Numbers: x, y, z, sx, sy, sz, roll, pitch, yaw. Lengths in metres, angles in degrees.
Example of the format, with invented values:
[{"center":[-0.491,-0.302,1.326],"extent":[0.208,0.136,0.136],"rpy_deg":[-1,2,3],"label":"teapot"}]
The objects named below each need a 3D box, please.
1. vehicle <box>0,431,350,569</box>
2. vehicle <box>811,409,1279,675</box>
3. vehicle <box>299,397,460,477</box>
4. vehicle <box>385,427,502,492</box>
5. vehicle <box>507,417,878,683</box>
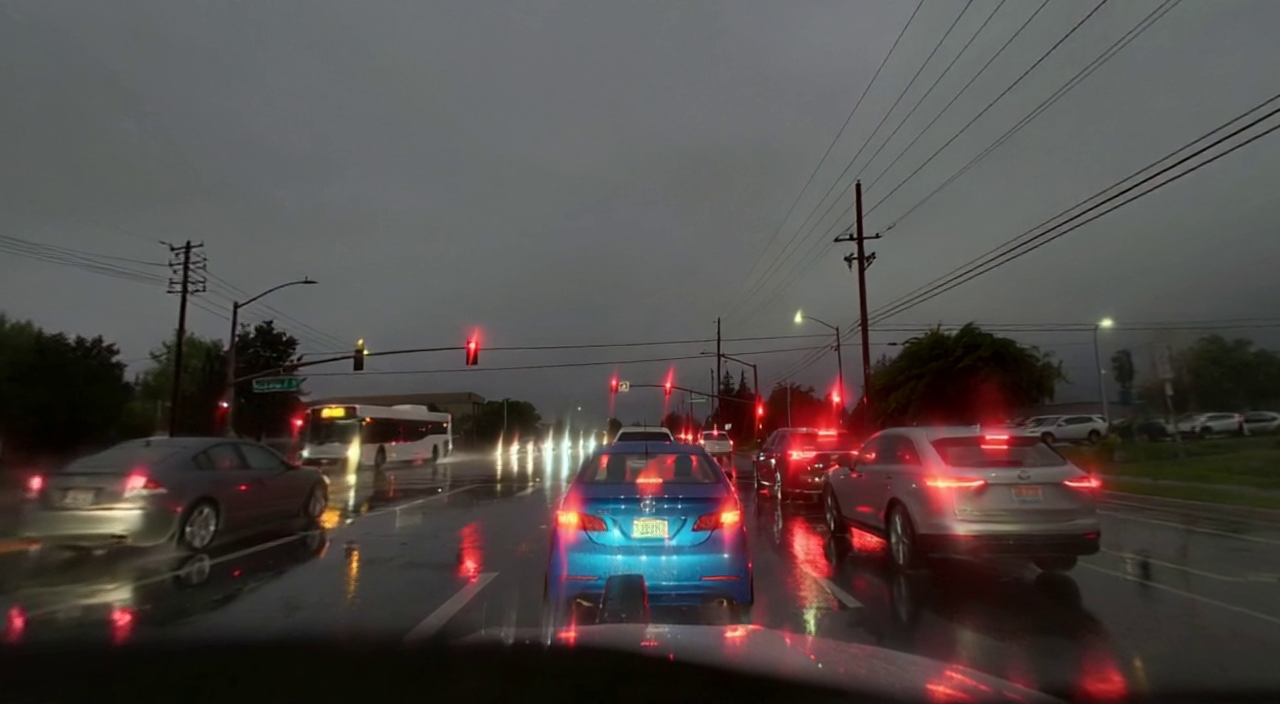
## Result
[{"center":[-6.411,1.975,9.339],"extent":[1.955,1.497,4.639],"rpy_deg":[-1,-8,1],"label":"vehicle"},{"center":[3.120,1.403,5.794],"extent":[1.870,1.523,4.096],"rpy_deg":[0,-8,-1],"label":"vehicle"},{"center":[-13.143,4.619,33.814],"extent":[3.005,3.443,12.583],"rpy_deg":[-1,-8,2],"label":"vehicle"},{"center":[-6.265,3.492,20.899],"extent":[2.070,1.824,5.196],"rpy_deg":[-1,-8,2],"label":"vehicle"},{"center":[0.276,1.418,5.647],"extent":[2.109,1.483,3.964],"rpy_deg":[0,-8,-1],"label":"vehicle"}]
